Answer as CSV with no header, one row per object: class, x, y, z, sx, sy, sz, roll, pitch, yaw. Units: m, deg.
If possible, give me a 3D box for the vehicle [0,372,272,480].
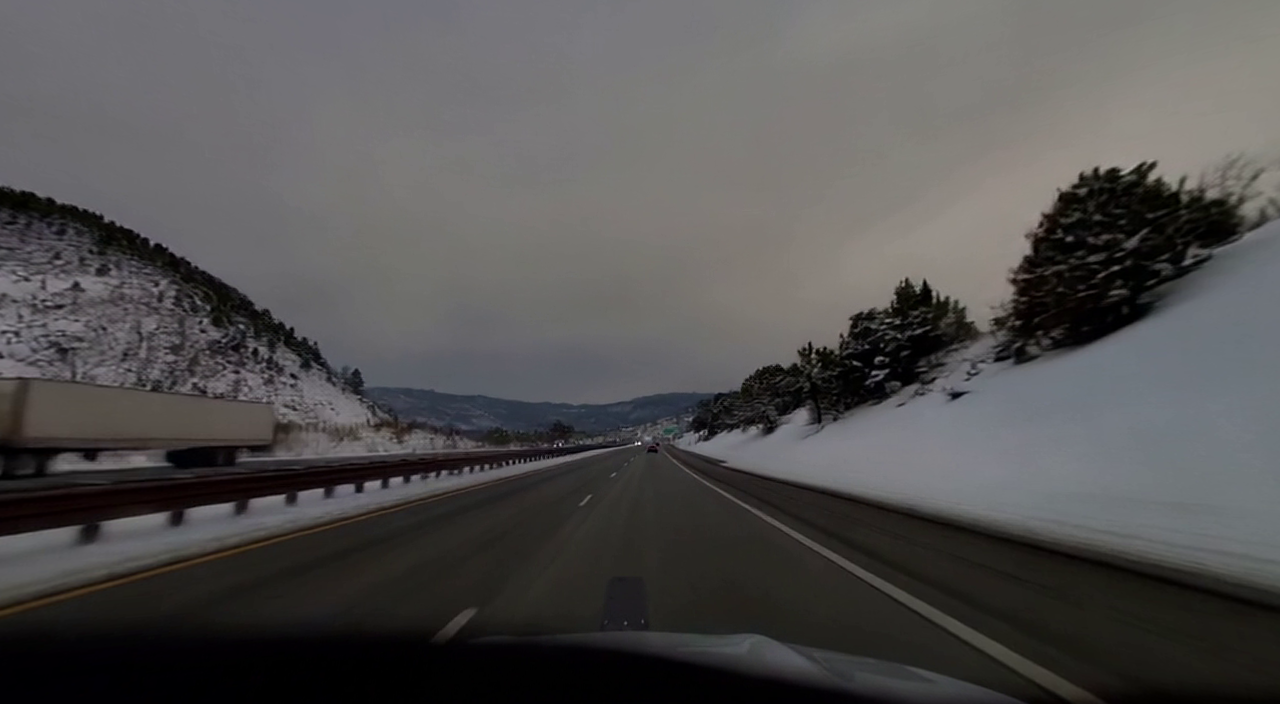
vehicle,-25.927,4.113,32.813,2.897,4.201,16.518,0,-9,3
